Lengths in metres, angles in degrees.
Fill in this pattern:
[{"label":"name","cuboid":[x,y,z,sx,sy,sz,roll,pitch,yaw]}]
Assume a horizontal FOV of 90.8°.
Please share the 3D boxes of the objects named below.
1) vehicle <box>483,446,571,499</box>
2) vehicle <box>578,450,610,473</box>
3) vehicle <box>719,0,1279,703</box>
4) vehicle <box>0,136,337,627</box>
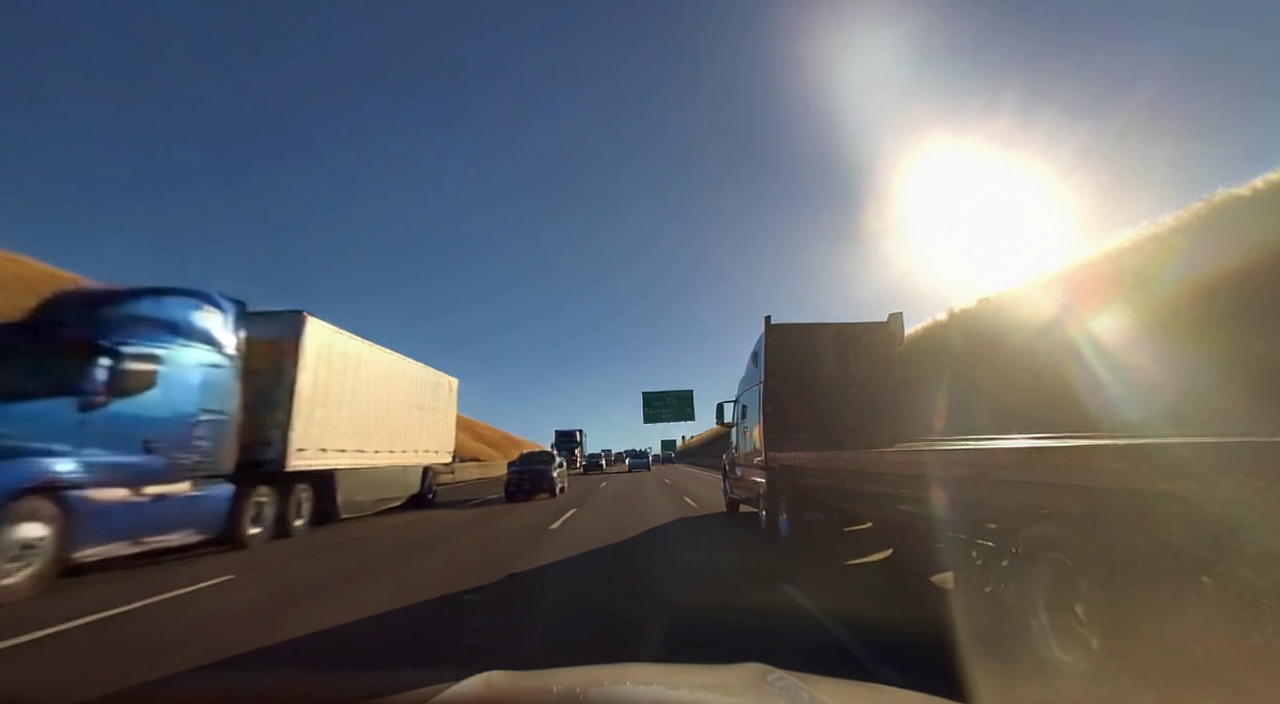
[{"label":"vehicle","cuboid":[-3.677,3.999,21.378,2.088,1.589,4.464,0,-9,1]},{"label":"vehicle","cuboid":[-3.313,8.005,46.182,1.949,1.555,3.888,0,-9,1]},{"label":"vehicle","cuboid":[3.356,0.510,7.383,2.845,4.071,14.008,0,-9,-1]},{"label":"vehicle","cuboid":[-6.741,0.629,7.699,3.004,3.974,5.891,0,-9,0]}]
